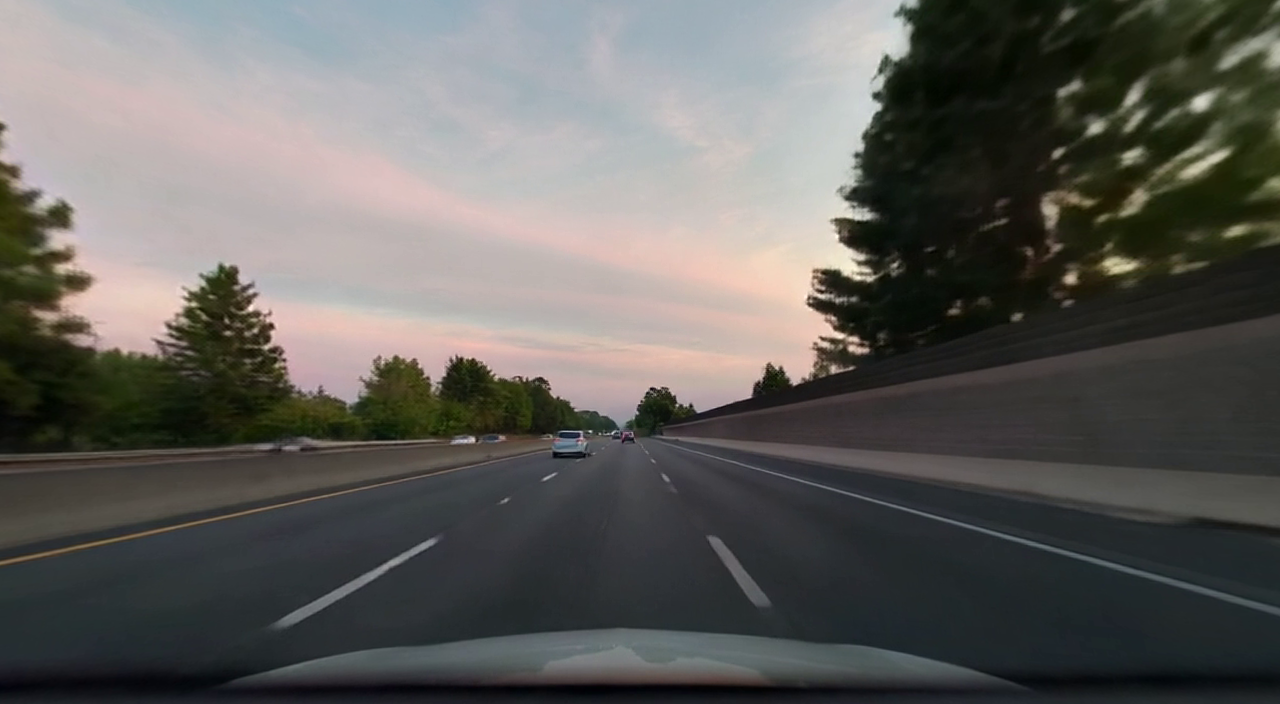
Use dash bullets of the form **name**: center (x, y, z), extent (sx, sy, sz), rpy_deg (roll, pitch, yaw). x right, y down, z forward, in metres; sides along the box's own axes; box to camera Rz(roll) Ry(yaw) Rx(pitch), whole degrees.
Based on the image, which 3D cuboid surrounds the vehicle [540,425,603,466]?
- **vehicle**: center (-3.043, 4.268, 28.972), extent (2.306, 1.730, 4.606), rpy_deg (0, -8, 1)

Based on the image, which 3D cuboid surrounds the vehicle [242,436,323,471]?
- **vehicle**: center (-18.065, 5.124, 32.045), extent (1.780, 1.624, 3.976), rpy_deg (0, -8, 0)
